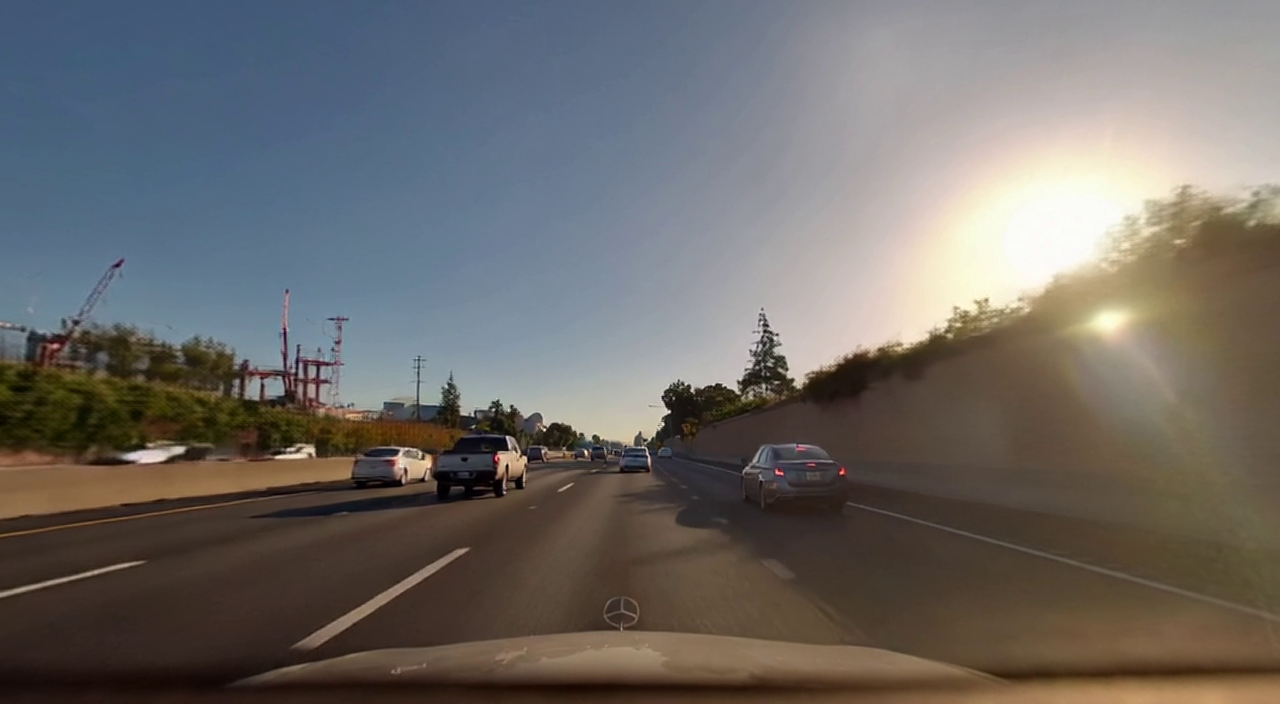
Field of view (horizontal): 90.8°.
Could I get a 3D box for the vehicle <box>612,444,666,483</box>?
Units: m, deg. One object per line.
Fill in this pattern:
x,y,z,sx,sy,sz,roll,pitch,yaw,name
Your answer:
-0.082,4.548,26.084,2.045,1.452,4.040,0,-8,-1,vehicle

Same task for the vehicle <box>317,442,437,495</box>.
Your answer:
-8.168,3.629,20.104,1.908,1.476,4.342,0,-8,0,vehicle

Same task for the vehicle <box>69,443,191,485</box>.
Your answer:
-23.311,5.093,29.132,1.918,1.777,4.381,0,-8,0,vehicle

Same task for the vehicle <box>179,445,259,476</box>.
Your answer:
-27.338,7.000,41.229,1.888,1.878,4.705,0,-8,0,vehicle

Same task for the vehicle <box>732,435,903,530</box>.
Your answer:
3.185,2.428,12.422,1.917,1.507,4.540,0,-8,-2,vehicle

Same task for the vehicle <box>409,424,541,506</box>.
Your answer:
-3.950,2.793,16.025,2.121,1.775,4.335,0,-8,0,vehicle
